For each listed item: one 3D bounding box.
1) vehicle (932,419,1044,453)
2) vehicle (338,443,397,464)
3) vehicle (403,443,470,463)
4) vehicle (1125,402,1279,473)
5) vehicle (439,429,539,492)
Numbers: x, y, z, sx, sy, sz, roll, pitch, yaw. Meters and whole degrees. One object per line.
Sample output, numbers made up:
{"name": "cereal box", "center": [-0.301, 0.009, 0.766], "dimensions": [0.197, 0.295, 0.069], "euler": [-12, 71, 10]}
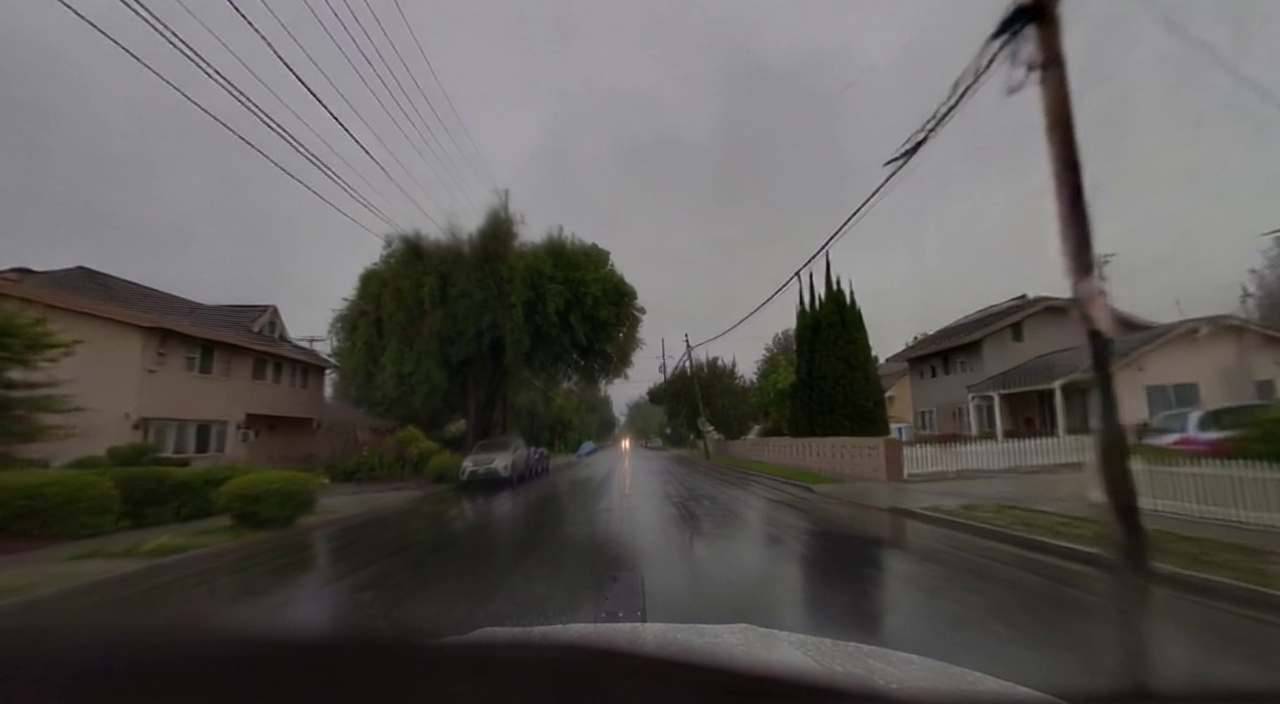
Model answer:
{"name": "vehicle", "center": [17.437, 4.259, 31.864], "dimensions": [4.372, 1.490, 2.032], "euler": [-2, -10, 1]}
{"name": "vehicle", "center": [-20.073, 7.475, 46.663], "dimensions": [3.553, 1.471, 1.816], "euler": [0, -8, -2]}
{"name": "vehicle", "center": [-15.087, 7.511, 46.996], "dimensions": [4.382, 1.462, 1.874], "euler": [0, -8, -2]}
{"name": "vehicle", "center": [16.432, 2.317, 17.080], "dimensions": [4.892, 1.774, 1.987], "euler": [0, -8, 1]}
{"name": "vehicle", "center": [-5.778, 4.192, 25.051], "dimensions": [2.411, 1.979, 5.915], "euler": [-5, -8, 0]}
